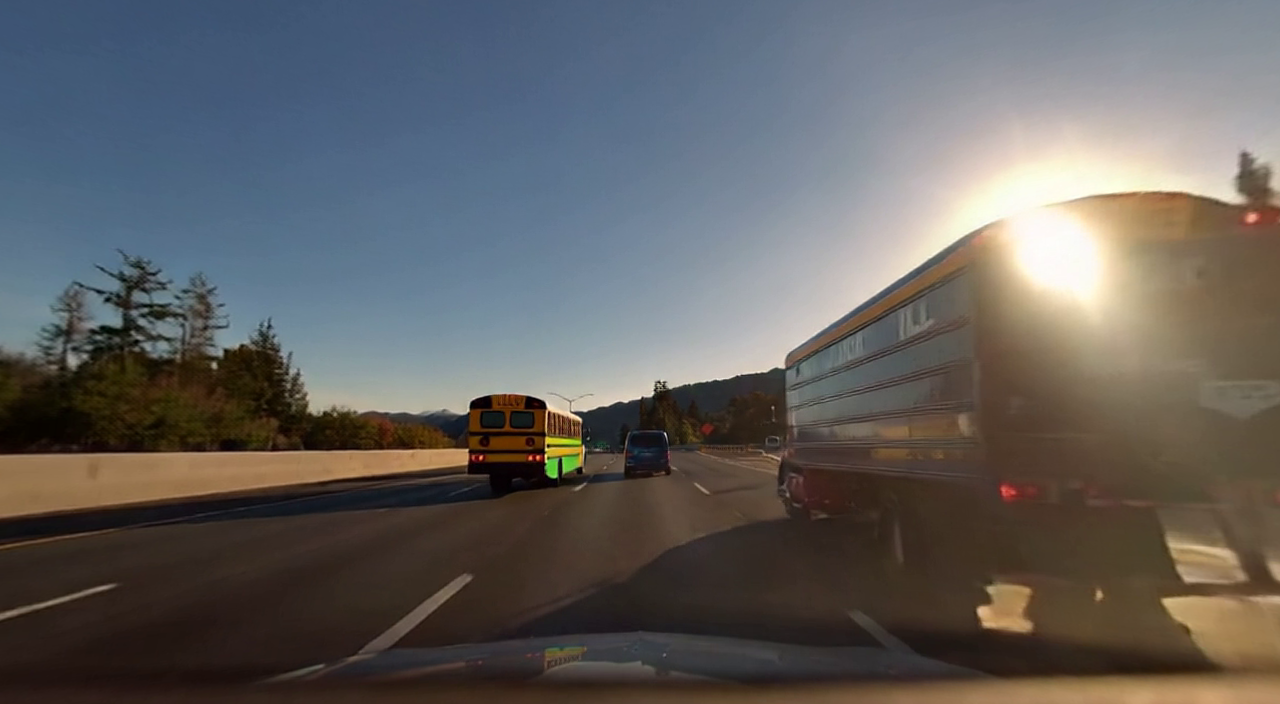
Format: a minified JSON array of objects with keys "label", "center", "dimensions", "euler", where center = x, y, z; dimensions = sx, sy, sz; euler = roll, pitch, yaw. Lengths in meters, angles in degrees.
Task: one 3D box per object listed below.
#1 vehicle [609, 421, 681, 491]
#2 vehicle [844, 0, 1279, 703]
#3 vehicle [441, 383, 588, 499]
[{"label":"vehicle","center":[0.113,3.243,19.964],"dimensions":[2.037,1.929,4.343],"euler":[0,-8,-1]},{"label":"vehicle","center":[4.209,-0.397,1.468],"dimensions":[3.006,4.101,13.245],"euler":[0,-8,0]},{"label":"vehicle","center":[-3.605,2.896,20.567],"dimensions":[2.947,3.009,7.991],"euler":[-1,-8,1]}]
